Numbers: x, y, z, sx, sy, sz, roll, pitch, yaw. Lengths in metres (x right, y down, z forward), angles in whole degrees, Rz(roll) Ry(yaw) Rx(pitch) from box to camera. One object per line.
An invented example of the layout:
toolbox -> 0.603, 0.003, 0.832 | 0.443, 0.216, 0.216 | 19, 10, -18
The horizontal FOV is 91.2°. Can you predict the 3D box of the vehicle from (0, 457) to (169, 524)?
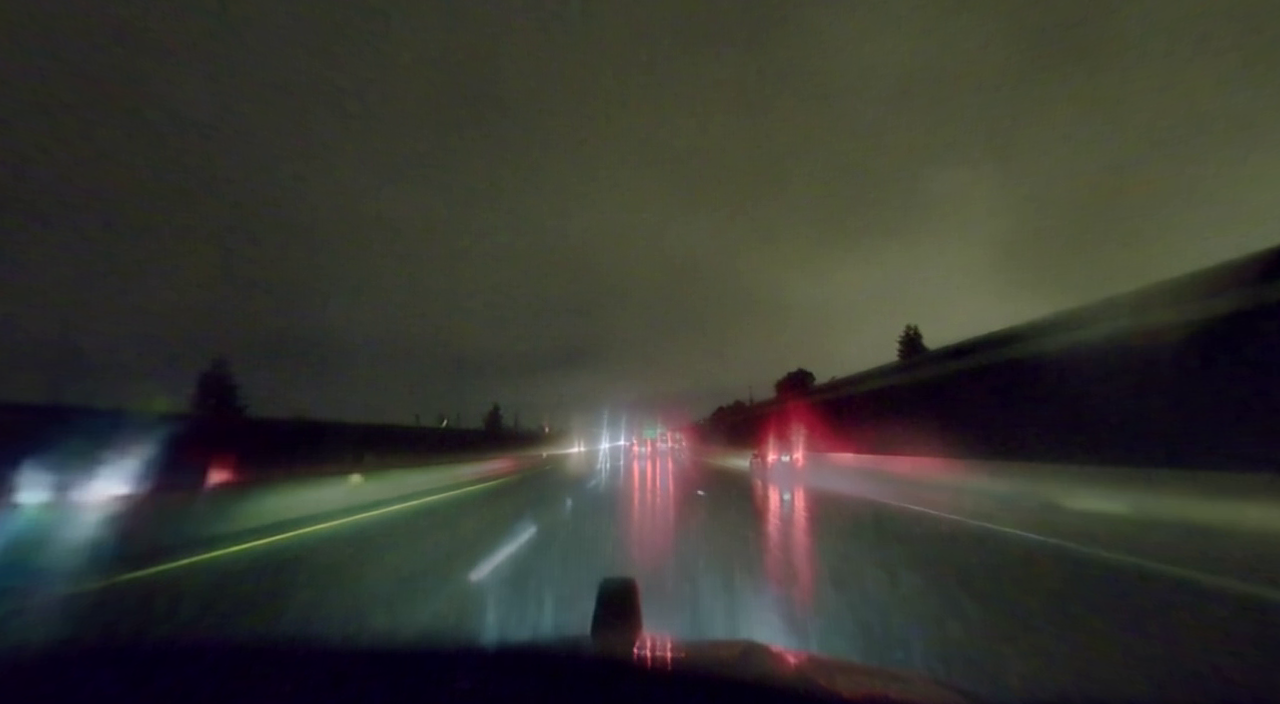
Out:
vehicle -> -15.868, 3.730, 17.391 | 1.930, 1.511, 4.717 | 0, -9, 0
